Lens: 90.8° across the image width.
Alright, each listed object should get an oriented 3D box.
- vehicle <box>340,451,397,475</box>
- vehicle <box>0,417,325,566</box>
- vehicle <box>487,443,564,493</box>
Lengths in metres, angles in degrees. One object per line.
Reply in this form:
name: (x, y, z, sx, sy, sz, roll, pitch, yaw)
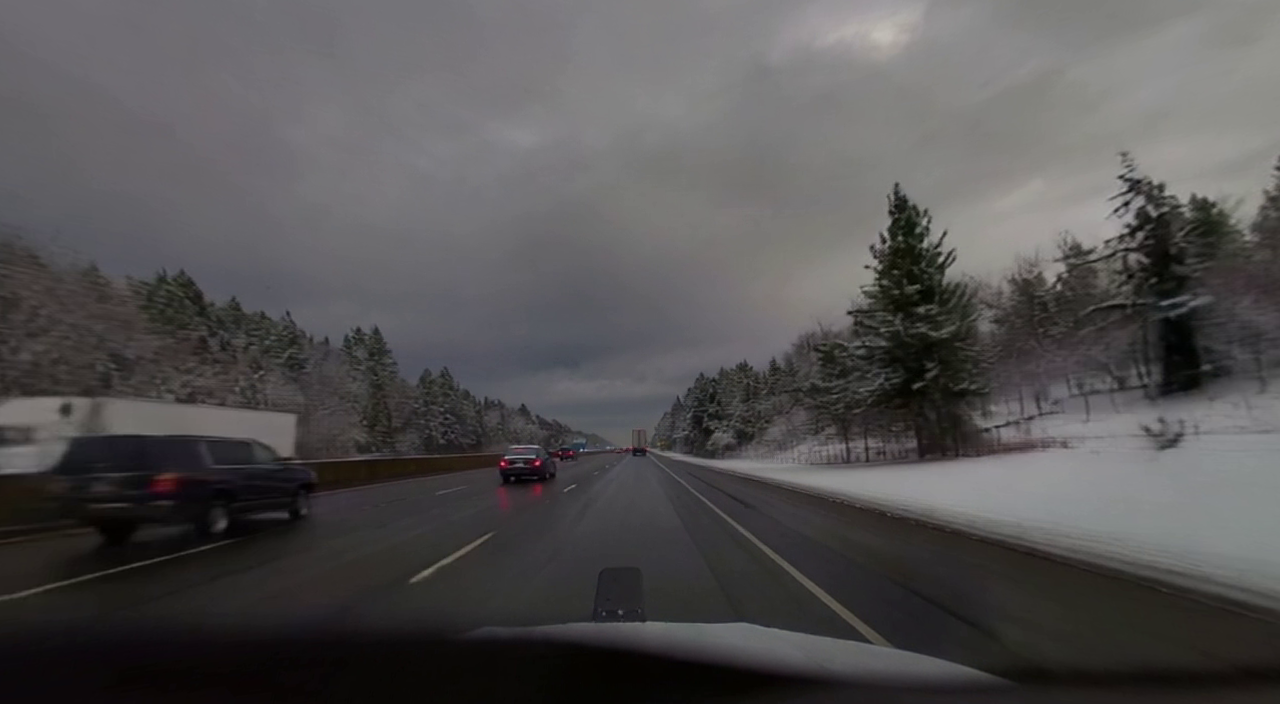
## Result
vehicle: (-17.983, 7.359, 41.984, 1.825, 1.459, 4.238, -1, -9, 1)
vehicle: (-7.294, 2.011, 9.868, 2.173, 1.722, 4.869, 0, -9, 0)
vehicle: (-3.794, 3.895, 21.509, 1.893, 1.521, 3.742, 0, -9, 0)
